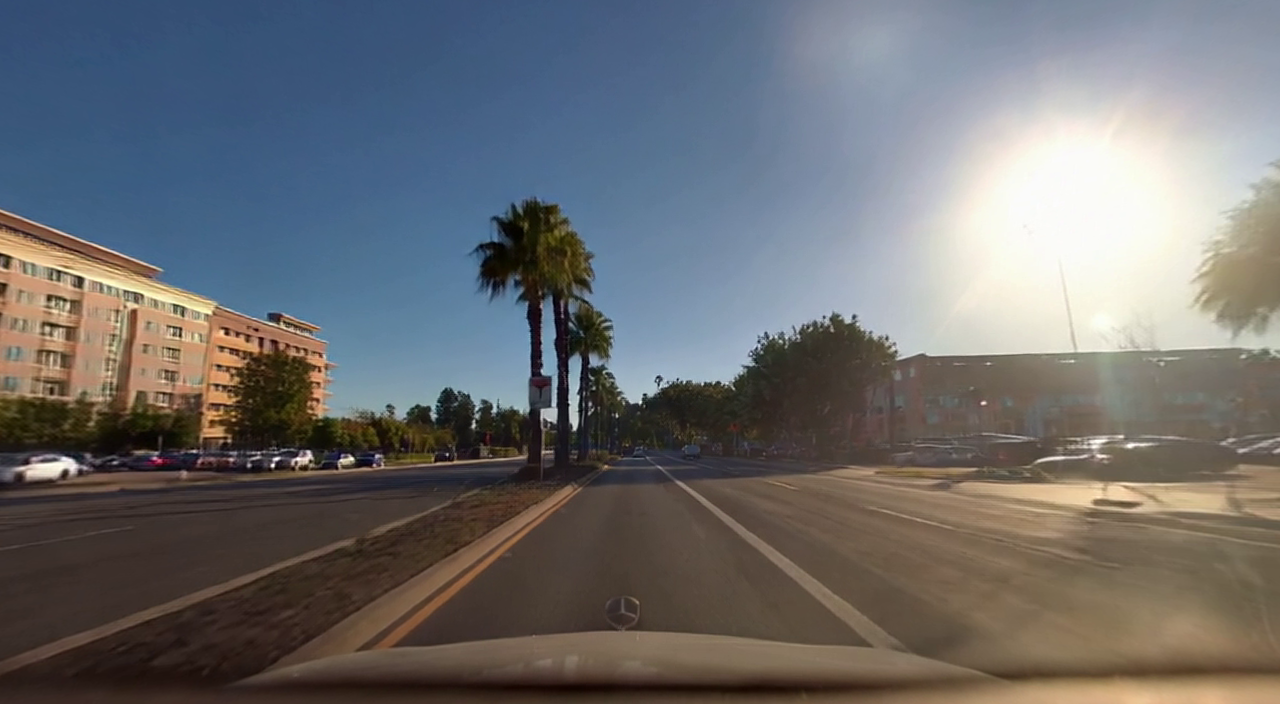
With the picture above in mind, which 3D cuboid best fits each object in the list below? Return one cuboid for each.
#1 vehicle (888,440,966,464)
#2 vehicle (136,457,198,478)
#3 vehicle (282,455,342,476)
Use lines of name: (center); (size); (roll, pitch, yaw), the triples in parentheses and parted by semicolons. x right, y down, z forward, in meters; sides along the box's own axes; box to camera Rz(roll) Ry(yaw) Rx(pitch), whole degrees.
vehicle: (20.181, 7.070, 44.389); (4.472, 1.521, 2.090); (-1, -10, -3)
vehicle: (-37.383, 9.123, 49.851); (1.870, 1.477, 3.984); (0, -8, -2)
vehicle: (-25.750, 8.907, 49.633); (1.970, 1.446, 4.674); (-3, -10, 4)
